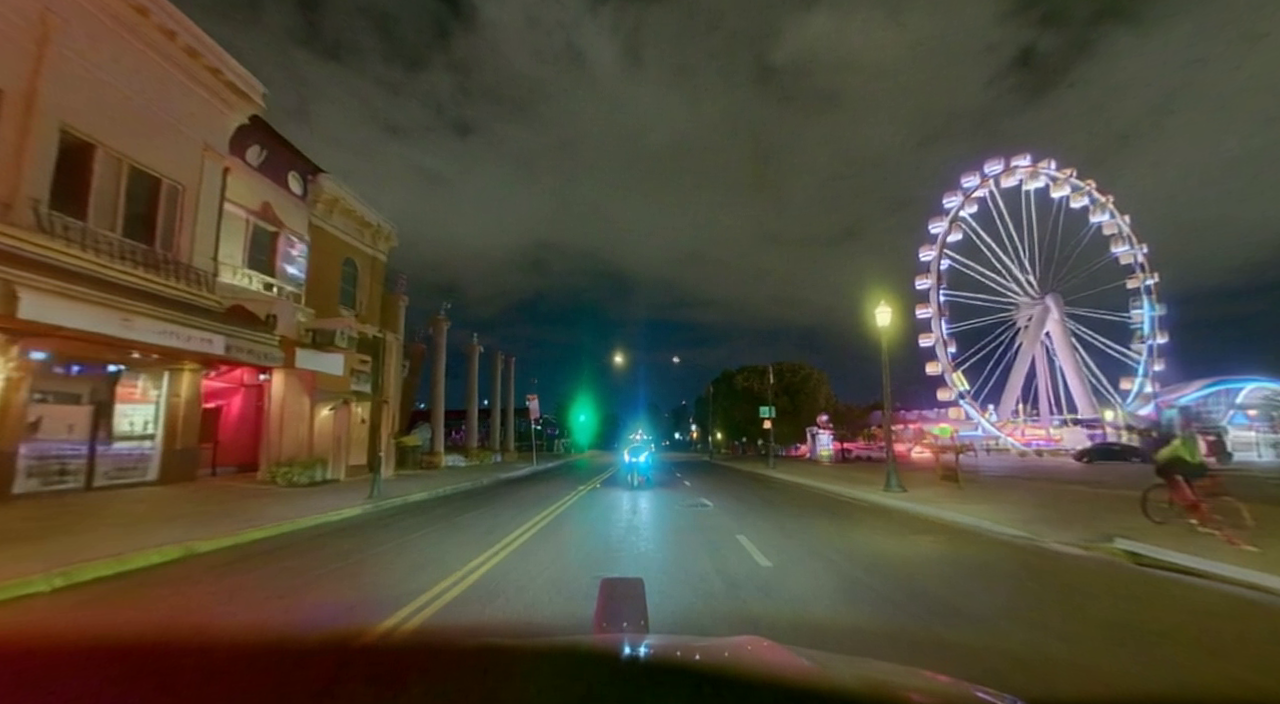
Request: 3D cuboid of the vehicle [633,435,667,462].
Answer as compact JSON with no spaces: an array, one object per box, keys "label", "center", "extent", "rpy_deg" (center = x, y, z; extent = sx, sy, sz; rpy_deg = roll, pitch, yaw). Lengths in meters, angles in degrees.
[{"label":"vehicle","center":[0.657,6.622,43.359],"extent":[2.221,1.773,4.228],"rpy_deg":[0,-8,0]}]
